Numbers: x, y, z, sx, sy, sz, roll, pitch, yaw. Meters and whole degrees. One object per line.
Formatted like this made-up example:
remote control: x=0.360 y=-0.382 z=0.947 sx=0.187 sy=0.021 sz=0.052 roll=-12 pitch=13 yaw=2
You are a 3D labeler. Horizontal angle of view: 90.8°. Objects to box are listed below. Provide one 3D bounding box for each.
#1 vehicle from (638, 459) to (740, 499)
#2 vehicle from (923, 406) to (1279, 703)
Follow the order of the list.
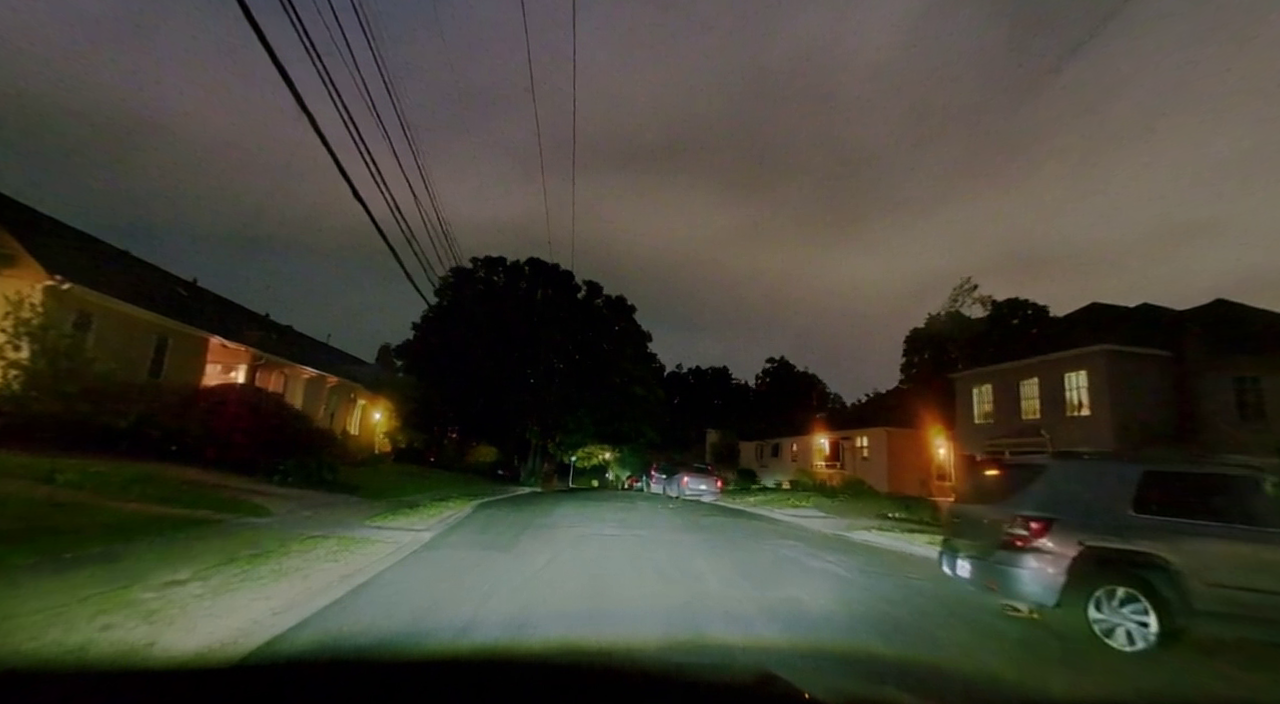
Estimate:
vehicle: x=2.222 y=5.881 z=29.487 sx=4.413 sy=1.728 sz=1.869 roll=1 pitch=-9 yaw=-10
vehicle: x=4.989 y=1.610 z=4.980 sx=4.501 sy=1.678 sz=2.078 roll=7 pitch=-9 yaw=-1
